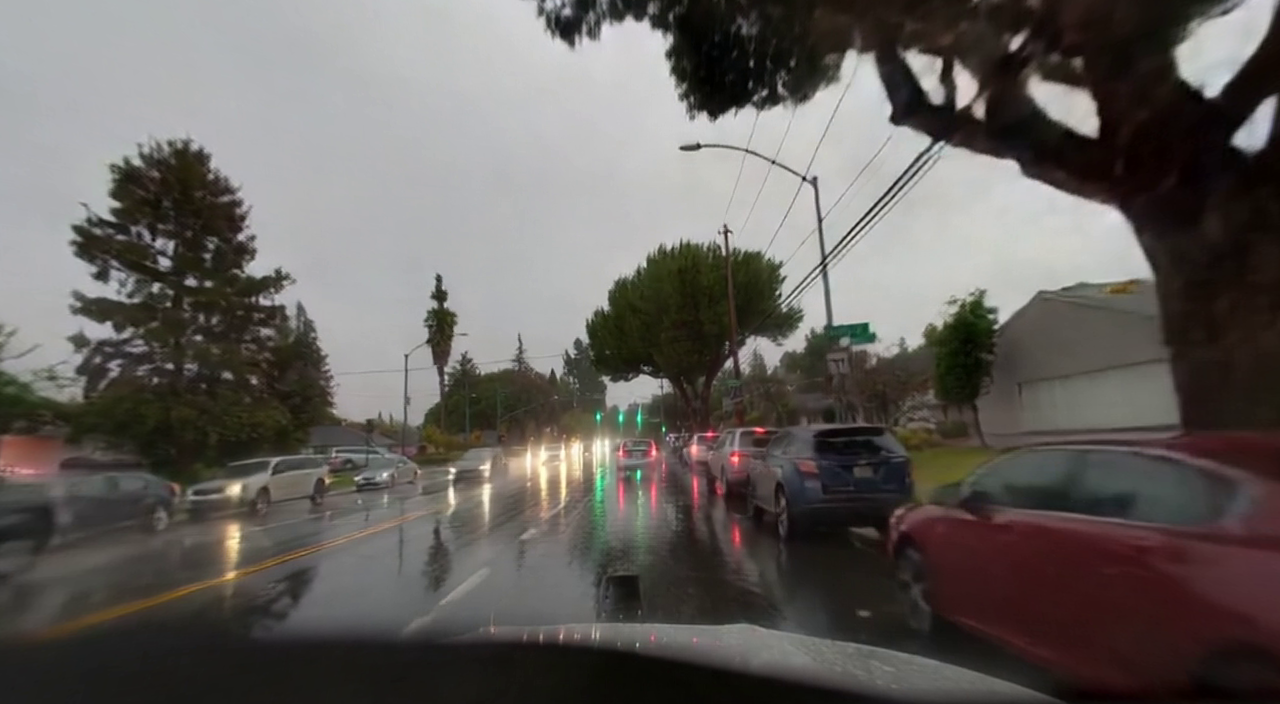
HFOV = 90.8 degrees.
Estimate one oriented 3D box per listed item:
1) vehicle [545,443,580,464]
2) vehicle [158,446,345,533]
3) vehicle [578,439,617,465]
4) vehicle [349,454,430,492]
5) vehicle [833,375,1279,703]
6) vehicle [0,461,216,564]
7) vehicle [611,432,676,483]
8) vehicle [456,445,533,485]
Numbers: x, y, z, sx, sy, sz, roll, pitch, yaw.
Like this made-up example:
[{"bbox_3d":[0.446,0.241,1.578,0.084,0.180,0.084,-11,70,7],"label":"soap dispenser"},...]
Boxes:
[{"bbox_3d":[-5.785,7.631,47.657,1.981,1.498,4.701,0,-8,2],"label":"vehicle"},{"bbox_3d":[-11.885,4.139,19.992,2.264,2.010,5.742,-4,-7,1],"label":"vehicle"},{"bbox_3d":[-2.618,6.311,40.065,2.117,1.528,4.277,0,-8,1],"label":"vehicle"},{"bbox_3d":[-12.039,5.797,30.675,2.070,1.610,4.356,0,-8,1],"label":"vehicle"},{"bbox_3d":[2.658,1.008,2.936,2.030,1.505,4.626,0,-8,0],"label":"vehicle"},{"bbox_3d":[-11.976,3.340,13.530,2.076,1.600,5.382,-8,-8,0],"label":"vehicle"},{"bbox_3d":[0.111,3.634,21.971,2.041,1.575,4.304,0,-8,0],"label":"vehicle"},{"bbox_3d":[-5.834,4.569,26.041,1.987,1.478,4.693,0,-8,1],"label":"vehicle"}]
